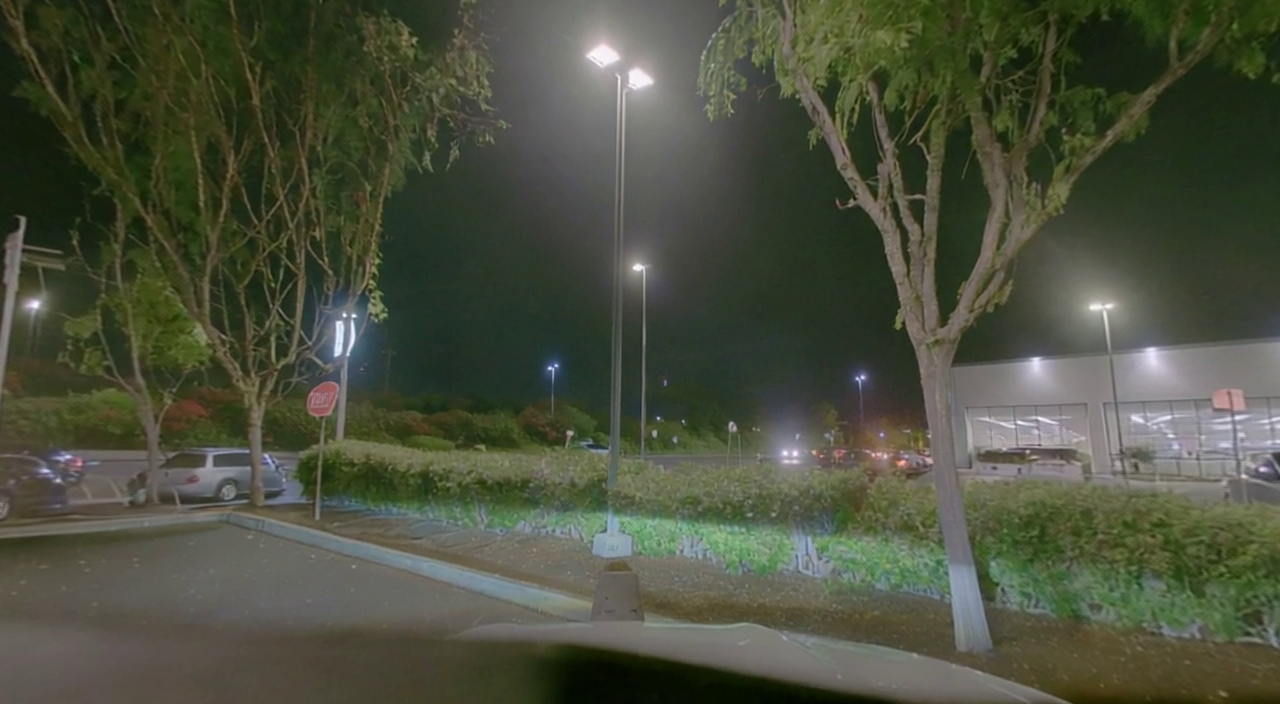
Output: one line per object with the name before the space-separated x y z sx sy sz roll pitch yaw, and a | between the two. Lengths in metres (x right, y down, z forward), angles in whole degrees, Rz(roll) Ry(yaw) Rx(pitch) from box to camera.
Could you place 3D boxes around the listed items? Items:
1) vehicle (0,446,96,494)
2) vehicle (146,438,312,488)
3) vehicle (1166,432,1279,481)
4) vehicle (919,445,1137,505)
vehicle | -19.430 3.600 19.220 1.790 1.396 4.000 -10 -13 40
vehicle | -15.212 4.091 23.608 1.921 1.632 4.752 -8 -12 42
vehicle | 23.402 3.964 24.009 4.939 1.664 2.055 -10 -11 42
vehicle | 10.643 3.340 17.620 4.772 1.441 1.976 -8 -12 42
